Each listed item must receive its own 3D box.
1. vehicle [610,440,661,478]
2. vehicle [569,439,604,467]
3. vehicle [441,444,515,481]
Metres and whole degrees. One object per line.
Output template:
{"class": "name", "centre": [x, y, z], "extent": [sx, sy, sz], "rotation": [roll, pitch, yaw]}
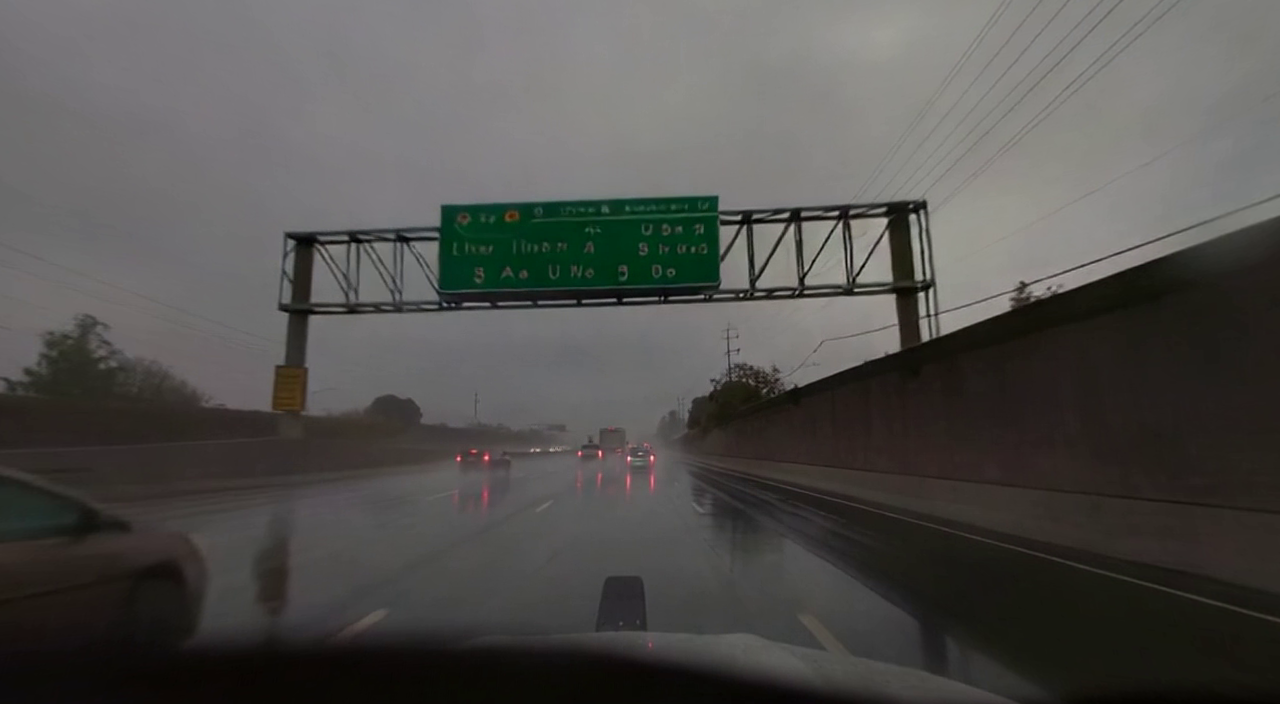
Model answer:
{"class": "vehicle", "centre": [-0.175, 4.928, 29.232], "extent": [2.178, 1.640, 4.071], "rotation": [0, -9, 0]}
{"class": "vehicle", "centre": [-3.799, 7.326, 45.812], "extent": [2.109, 1.840, 4.614], "rotation": [0, -9, 1]}
{"class": "vehicle", "centre": [-7.141, 4.904, 28.321], "extent": [2.025, 1.510, 4.582], "rotation": [0, -9, 1]}
